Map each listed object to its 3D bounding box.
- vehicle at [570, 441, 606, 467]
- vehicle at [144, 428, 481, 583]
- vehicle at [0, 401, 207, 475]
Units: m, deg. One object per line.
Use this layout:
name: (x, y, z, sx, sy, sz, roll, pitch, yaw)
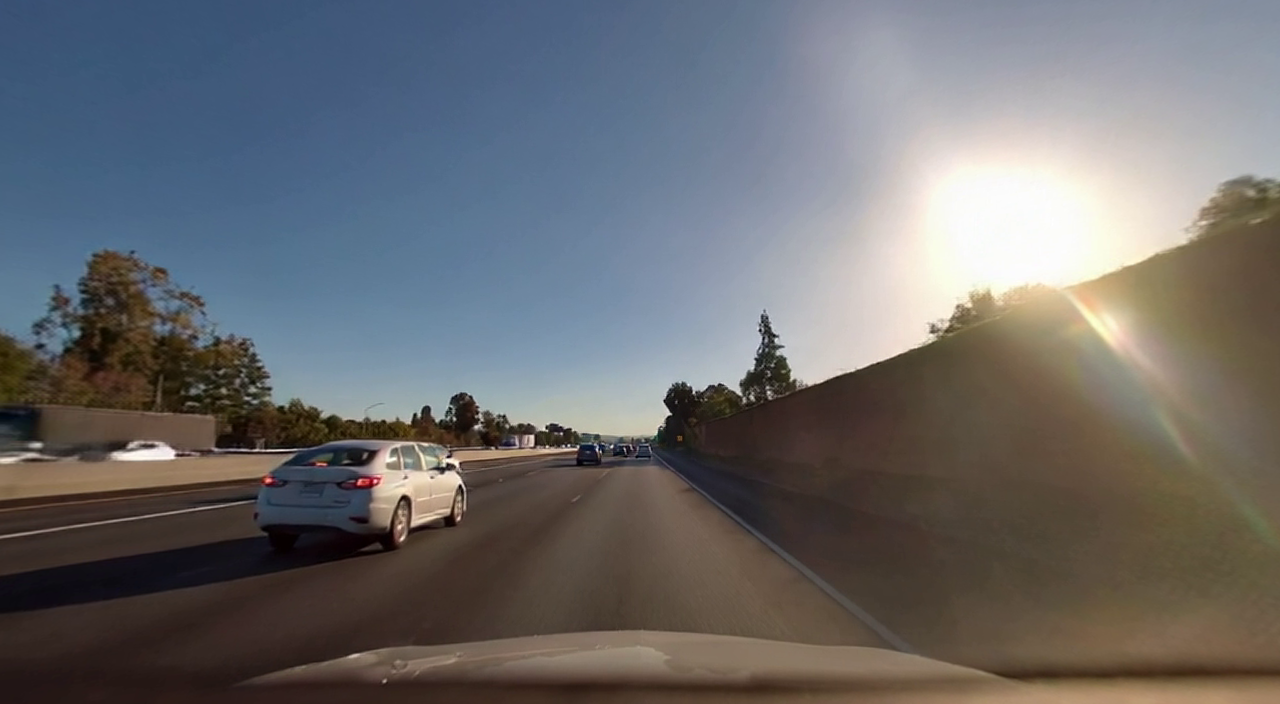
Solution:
vehicle: (-3.570, 7.111, 43.914, 2.036, 1.636, 4.511, 0, -9, 1)
vehicle: (-3.814, 1.858, 8.581, 1.945, 1.484, 4.803, 0, -9, 1)
vehicle: (-28.463, 4.505, 32.363, 2.810, 3.115, 13.379, 0, -9, 0)
